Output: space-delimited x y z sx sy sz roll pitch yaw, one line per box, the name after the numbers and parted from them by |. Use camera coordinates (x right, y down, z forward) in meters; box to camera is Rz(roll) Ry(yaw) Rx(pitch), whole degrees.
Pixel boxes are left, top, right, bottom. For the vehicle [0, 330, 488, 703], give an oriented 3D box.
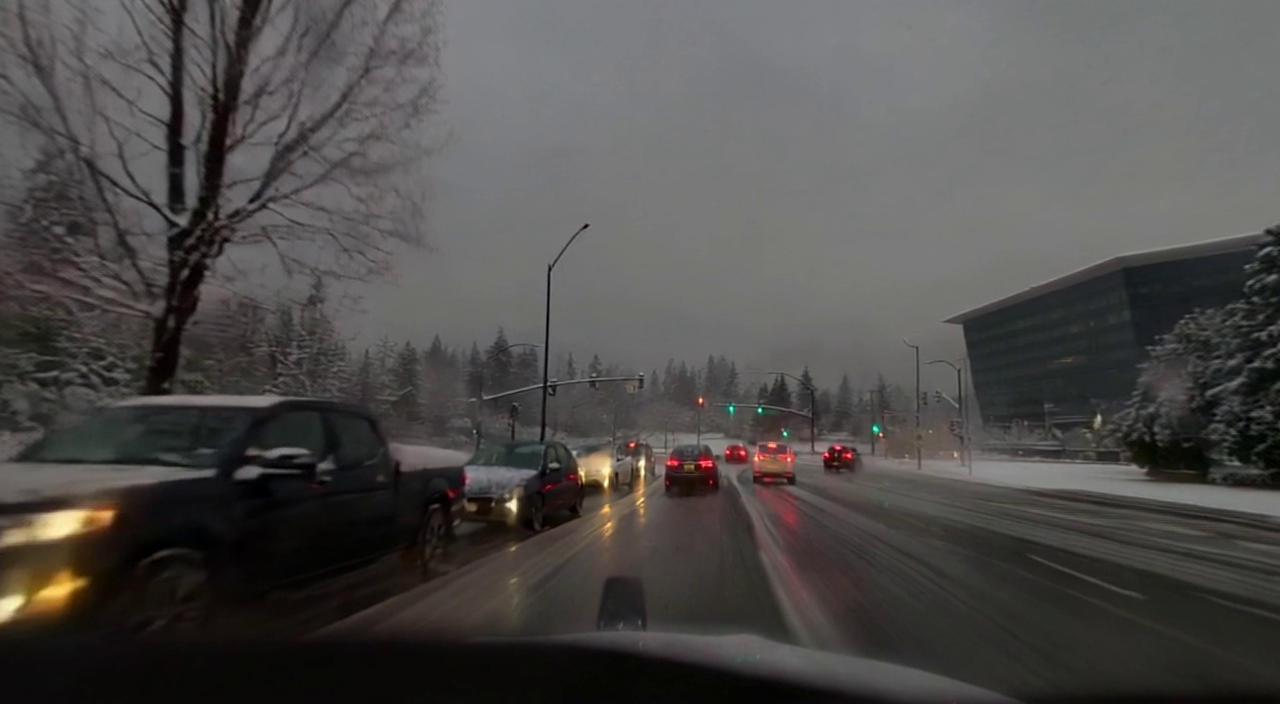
-3.209 1.180 5.305 2.142 1.834 4.588 -2 -9 9 | vehicle

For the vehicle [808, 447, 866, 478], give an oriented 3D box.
10.406 5.865 33.549 2.120 1.497 4.323 -1 -9 6 | vehicle

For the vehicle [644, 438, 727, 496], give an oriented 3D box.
1.541 3.425 19.195 2.205 1.537 4.895 -1 -9 8 | vehicle

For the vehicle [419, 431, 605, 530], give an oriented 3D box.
-2.187 2.388 12.221 2.068 1.525 4.452 -2 -9 9 | vehicle

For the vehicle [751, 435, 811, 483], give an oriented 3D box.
5.836 4.470 26.517 2.102 1.815 4.716 -1 -9 8 | vehicle
